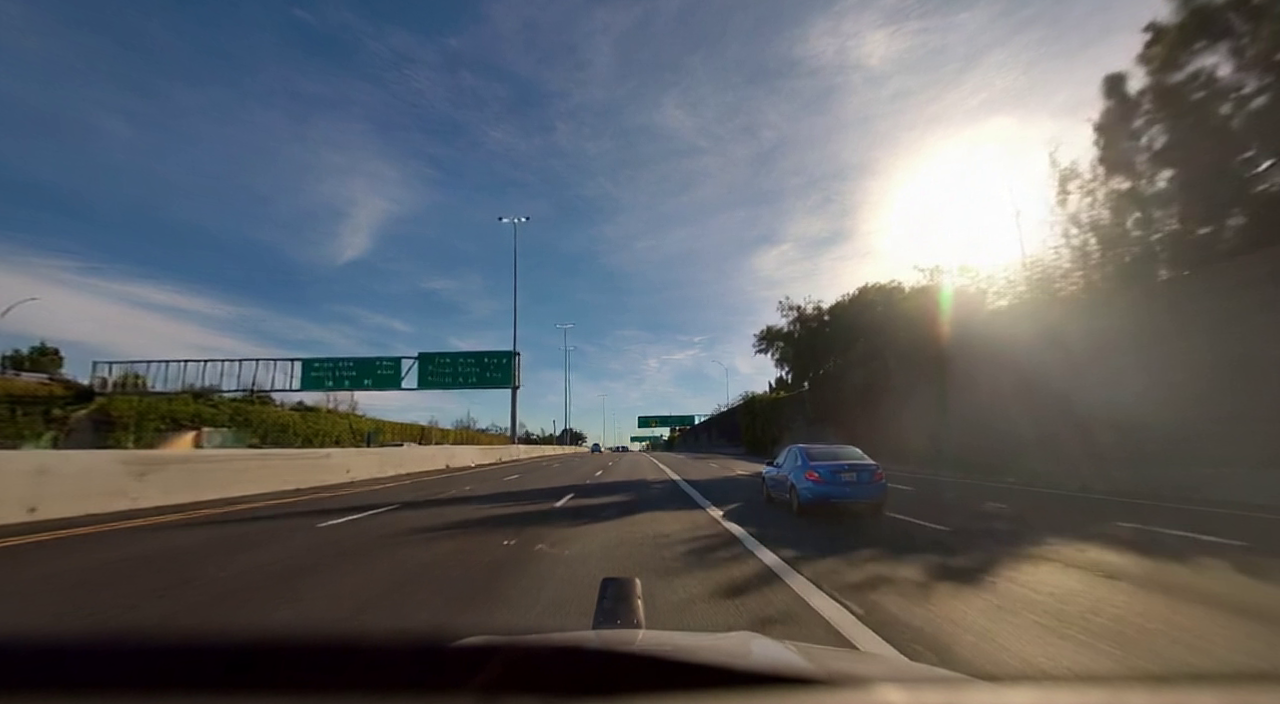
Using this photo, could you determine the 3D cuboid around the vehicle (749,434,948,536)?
[{"bbox_3d":[3.508,2.326,11.759,1.989,1.479,4.670,0,-8,-2],"label":"vehicle"}]
